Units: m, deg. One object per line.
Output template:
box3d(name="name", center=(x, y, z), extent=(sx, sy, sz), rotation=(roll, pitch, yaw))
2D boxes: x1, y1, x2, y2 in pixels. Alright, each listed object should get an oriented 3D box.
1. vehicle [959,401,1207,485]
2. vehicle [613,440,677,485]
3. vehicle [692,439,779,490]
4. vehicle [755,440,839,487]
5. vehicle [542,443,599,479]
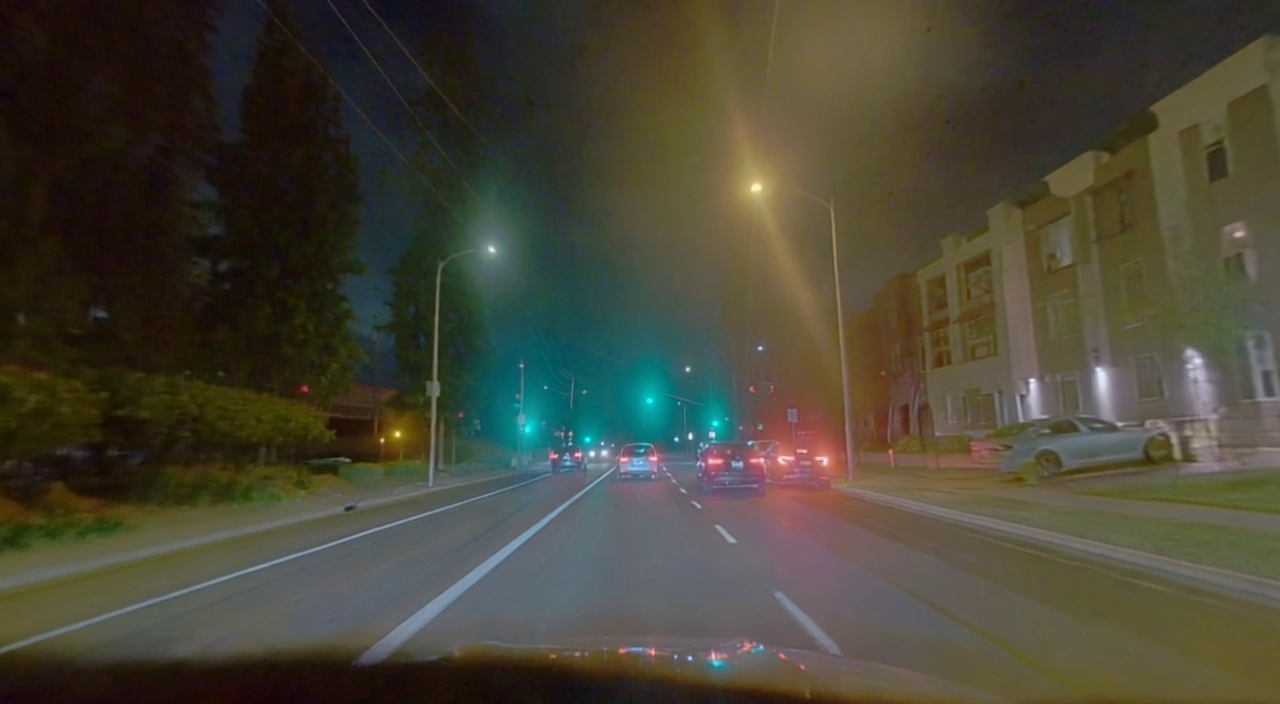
box3d(name="vehicle", center=(13.771, 2.860, 19.925), extent=(5.929, 1.970, 2.381), rotation=(-5, -8, -2))
box3d(name="vehicle", center=(0.165, 3.987, 23.133), extent=(2.101, 1.467, 4.210), rotation=(0, -8, 0))
box3d(name="vehicle", center=(3.034, 3.679, 21.012), extent=(2.158, 1.483, 4.415), rotation=(0, -8, -1))
box3d(name="vehicle", center=(5.872, 4.205, 24.245), extent=(2.011, 1.620, 4.694), rotation=(0, -8, 0))
box3d(name="vehicle", center=(-3.127, 4.981, 29.163), extent=(2.012, 1.505, 4.205), rotation=(-1, -8, 2))
